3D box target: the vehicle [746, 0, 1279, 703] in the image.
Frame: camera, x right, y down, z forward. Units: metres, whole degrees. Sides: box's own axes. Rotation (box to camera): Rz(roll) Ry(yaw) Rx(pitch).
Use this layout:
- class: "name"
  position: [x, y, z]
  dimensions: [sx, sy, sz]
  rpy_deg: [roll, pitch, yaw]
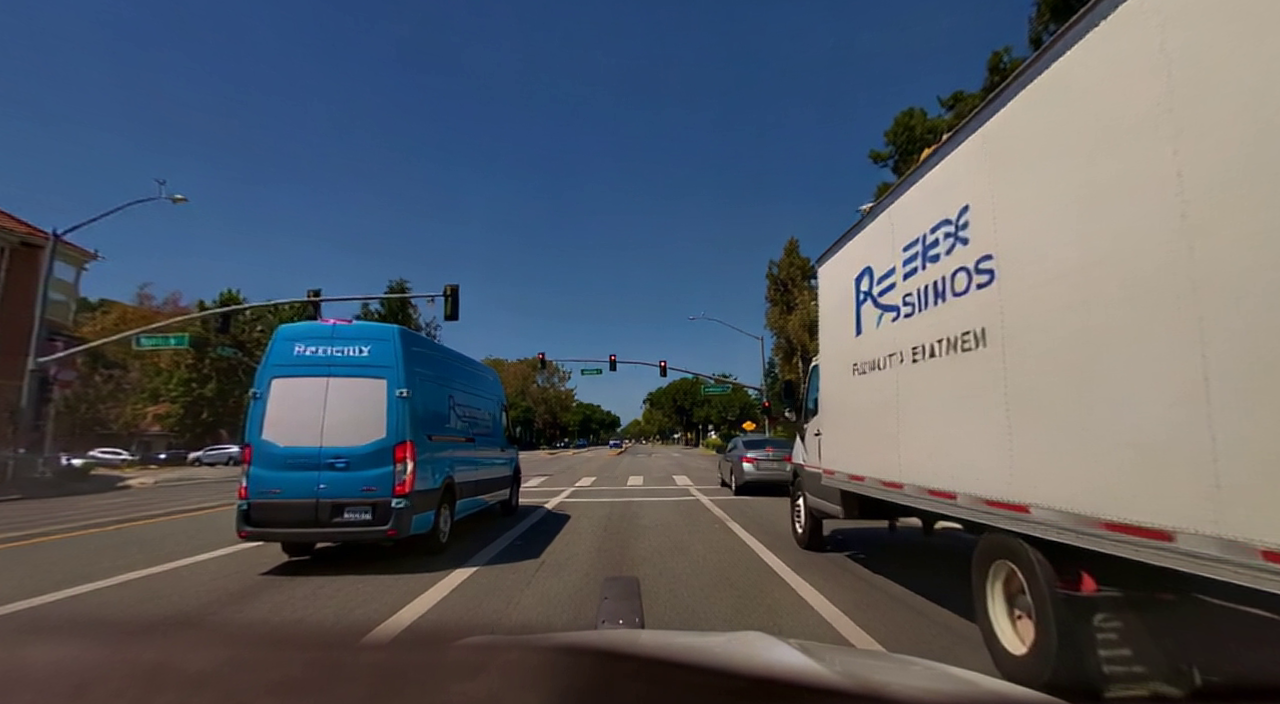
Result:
- class: "vehicle"
  position: [3.183, 0.231, 5.081]
  dimensions: [2.861, 3.525, 9.858]
  rpy_deg: [0, -9, 0]

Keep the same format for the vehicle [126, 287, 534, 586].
- class: "vehicle"
  position: [-3.413, 1.243, 9.172]
  dimensions: [2.443, 2.784, 6.493]
  rpy_deg: [0, -9, 1]
